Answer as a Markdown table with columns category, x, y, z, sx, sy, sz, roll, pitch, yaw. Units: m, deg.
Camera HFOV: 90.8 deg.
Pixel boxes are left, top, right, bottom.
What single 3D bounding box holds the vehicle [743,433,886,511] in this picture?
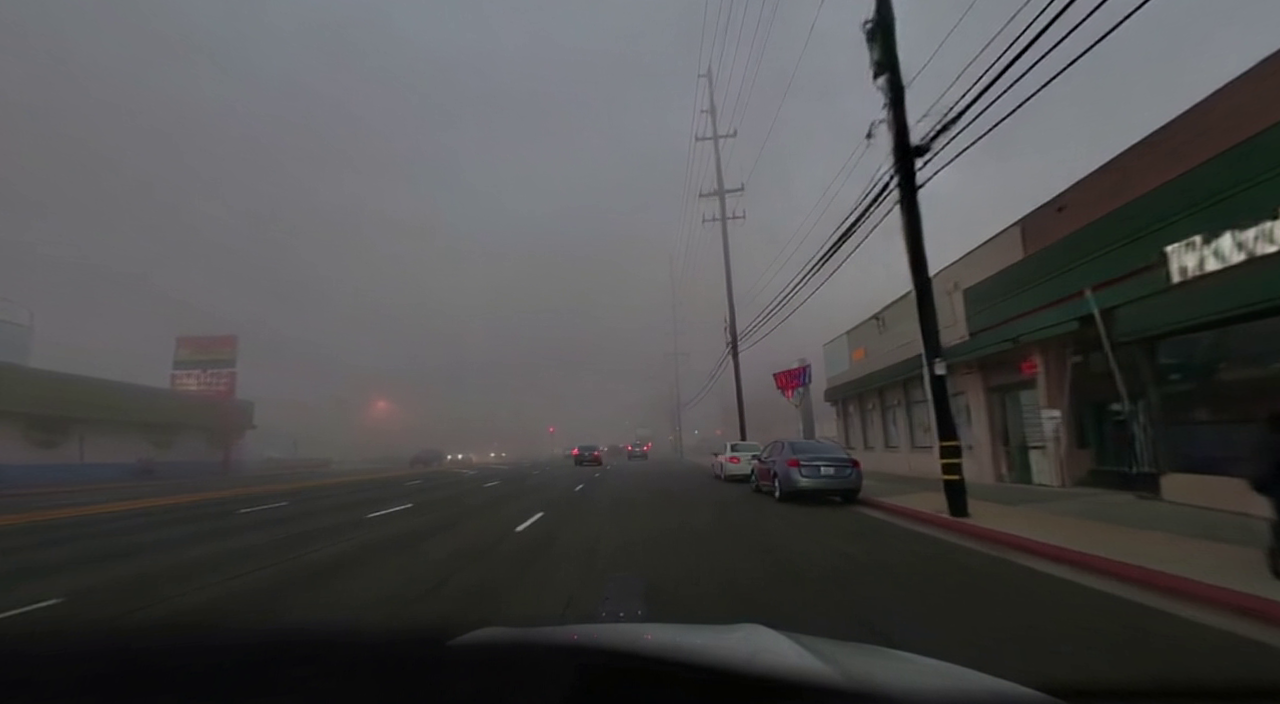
| category | x | y | z | sx | sy | sz | roll | pitch | yaw |
| --- | --- | --- | --- | --- | --- | --- | --- | --- | --- |
| vehicle | 3.804 | 2.718 | 14.800 | 1.922 | 1.507 | 4.824 | 0 | -9 | -1 |

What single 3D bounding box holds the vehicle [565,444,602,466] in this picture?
| category | x | y | z | sx | sy | sz | roll | pitch | yaw |
| --- | --- | --- | --- | --- | --- | --- | --- | --- | --- |
| vehicle | -3.869 | 7.190 | 44.250 | 2.179 | 1.490 | 4.742 | 0 | -9 | 0 |
